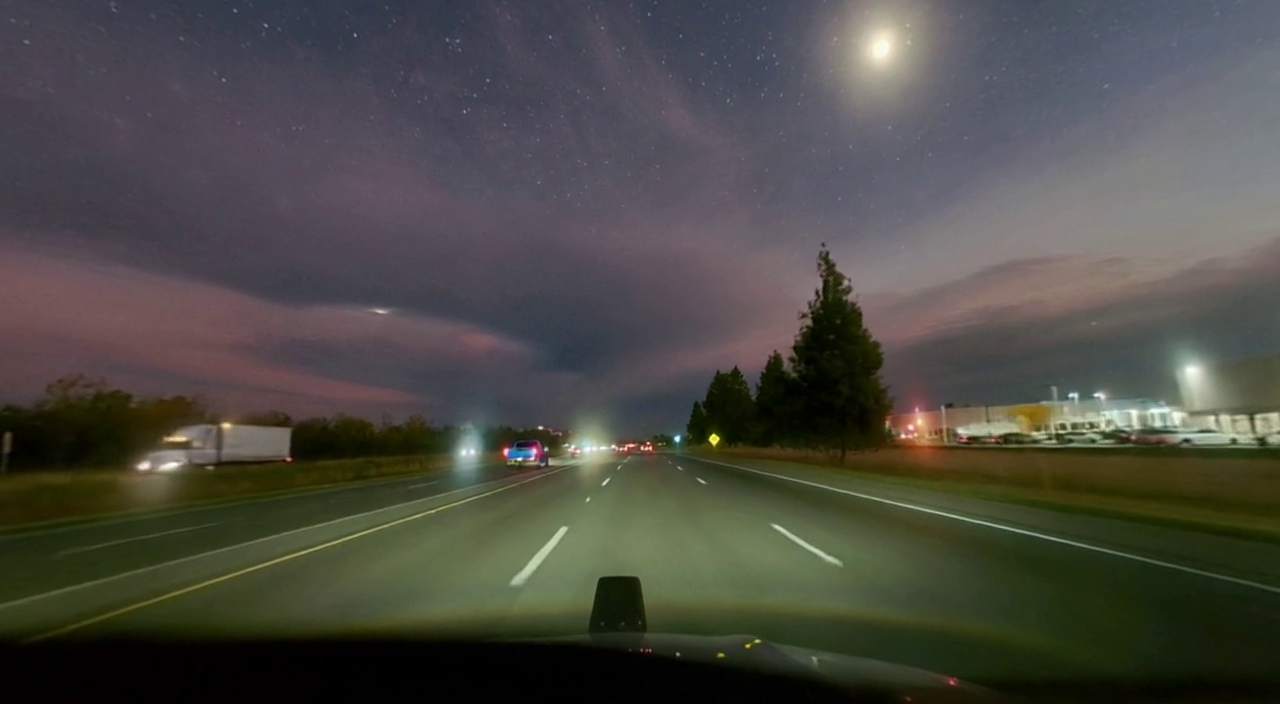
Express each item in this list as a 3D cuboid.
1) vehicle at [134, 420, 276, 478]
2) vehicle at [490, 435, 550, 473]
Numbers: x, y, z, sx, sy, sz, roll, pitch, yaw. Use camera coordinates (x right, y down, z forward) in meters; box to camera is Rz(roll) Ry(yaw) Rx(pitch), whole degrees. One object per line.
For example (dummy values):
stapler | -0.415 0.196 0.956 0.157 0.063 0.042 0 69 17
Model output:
vehicle | -33.418 7.537 49.335 2.940 3.942 11.262 0 -8 0
vehicle | -6.529 5.617 35.050 2.156 1.911 5.956 0 -8 0
